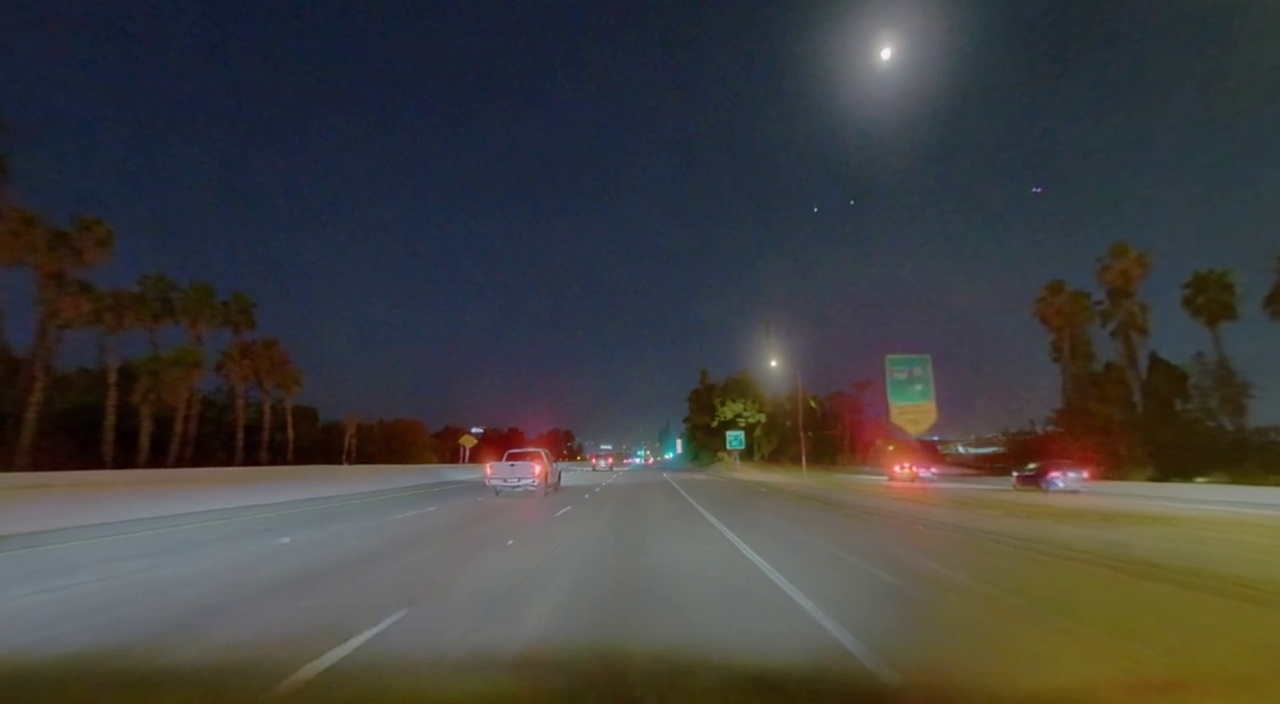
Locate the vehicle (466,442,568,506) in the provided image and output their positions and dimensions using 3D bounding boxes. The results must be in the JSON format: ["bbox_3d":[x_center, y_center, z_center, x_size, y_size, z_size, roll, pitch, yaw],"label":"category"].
[{"bbox_3d":[-3.719,3.794,20.057,2.162,1.747,4.791,0,-9,1],"label":"vehicle"}]

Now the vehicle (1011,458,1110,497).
[{"bbox_3d":[21.978,6.540,33.203,2.033,1.794,5.116,-1,-9,6],"label":"vehicle"}]
